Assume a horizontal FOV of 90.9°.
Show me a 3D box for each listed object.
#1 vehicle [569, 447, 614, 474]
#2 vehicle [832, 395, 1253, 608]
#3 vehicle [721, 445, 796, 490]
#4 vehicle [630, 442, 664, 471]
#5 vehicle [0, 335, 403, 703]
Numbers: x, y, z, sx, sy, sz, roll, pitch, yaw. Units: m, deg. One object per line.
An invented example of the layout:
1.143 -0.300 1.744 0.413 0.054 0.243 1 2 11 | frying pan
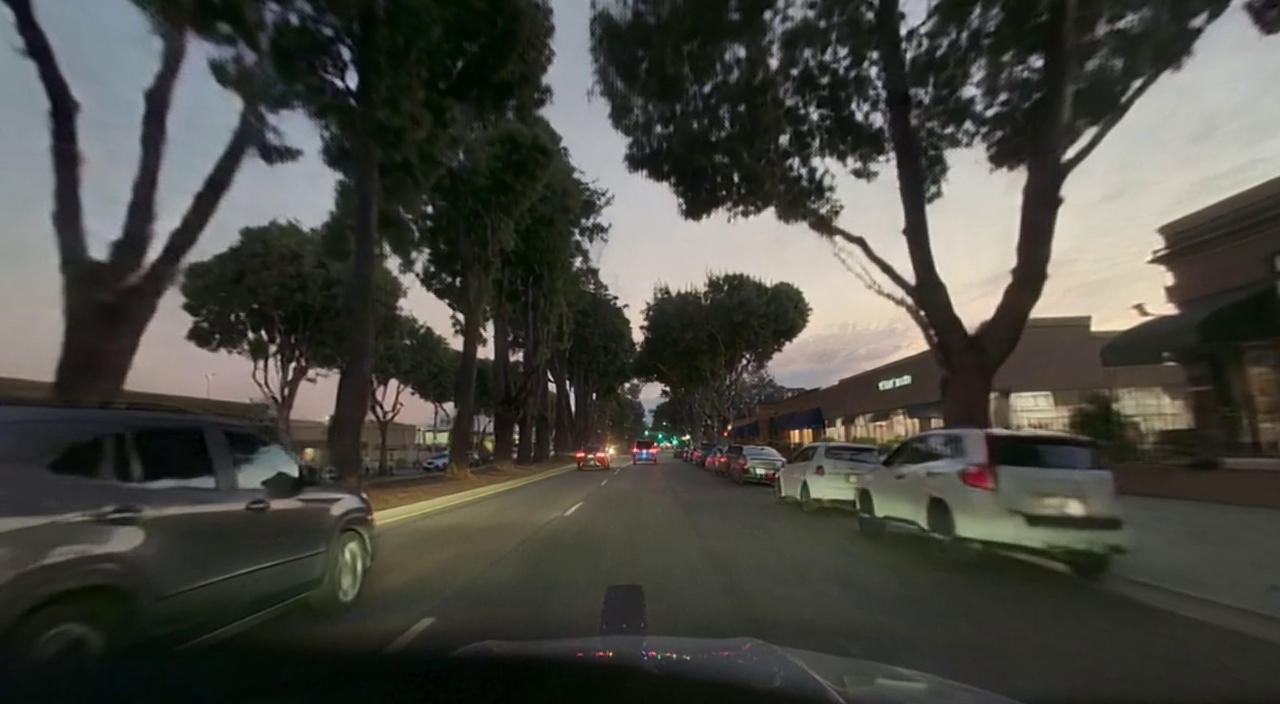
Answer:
-2.762 6.337 37.067 2.151 1.484 4.468 0 -9 1 | vehicle
4.207 1.654 7.921 2.068 1.809 4.889 0 -9 1 | vehicle
4.336 4.290 23.752 1.887 1.517 4.257 0 -9 -1 | vehicle
0.451 6.800 41.137 2.075 1.770 4.018 0 -9 0 | vehicle
-3.294 0.970 3.276 2.186 1.708 4.746 0 -9 1 | vehicle
